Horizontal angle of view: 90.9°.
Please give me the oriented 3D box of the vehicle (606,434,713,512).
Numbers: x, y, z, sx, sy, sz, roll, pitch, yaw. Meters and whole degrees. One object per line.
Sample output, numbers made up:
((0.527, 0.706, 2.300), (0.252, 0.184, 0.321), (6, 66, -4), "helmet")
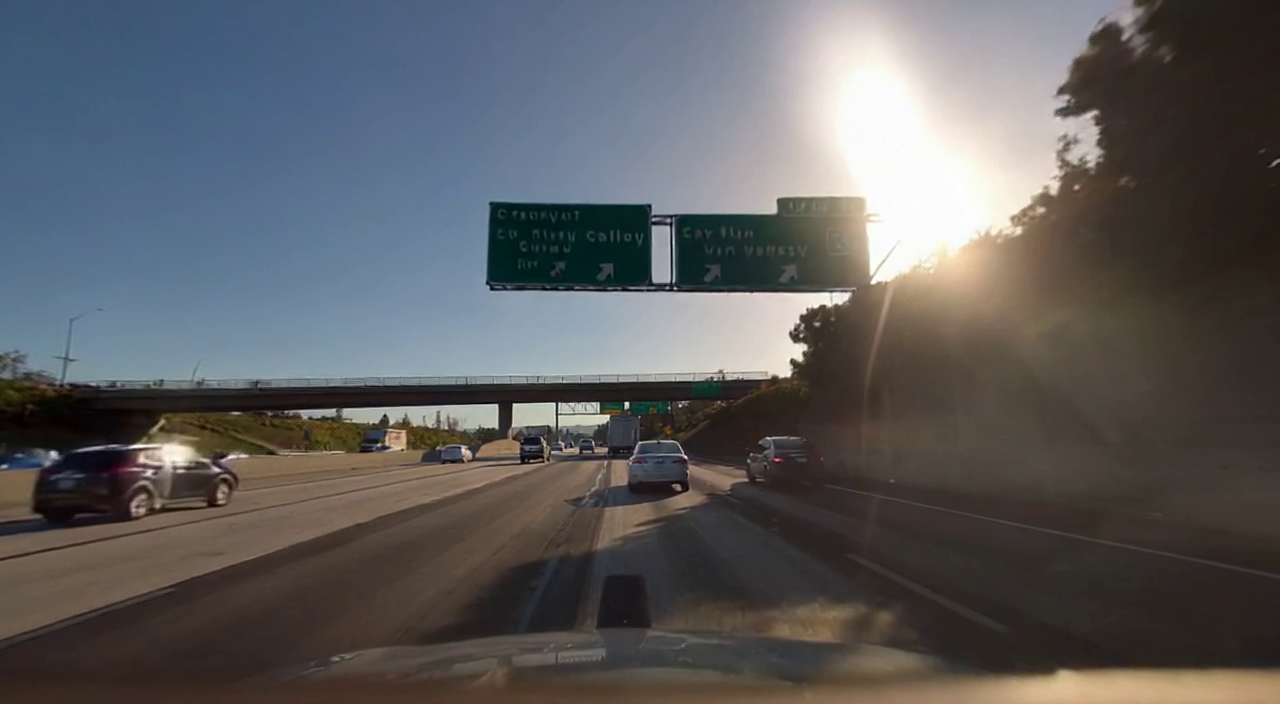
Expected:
((0.254, 2.632, 14.216), (2.042, 1.446, 4.269), (0, -8, -3), "vehicle")

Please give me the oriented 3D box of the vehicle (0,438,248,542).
((-9.950, 2.427, 11.877), (2.019, 1.510, 4.992), (0, -8, -1), "vehicle")

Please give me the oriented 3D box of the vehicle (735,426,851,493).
((4.331, 3.119, 18.640), (2.100, 1.707, 4.342), (0, -8, -3), "vehicle")

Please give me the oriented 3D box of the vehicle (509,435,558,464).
((-7.490, 6.918, 44.977), (2.486, 1.856, 6.310), (0, -8, -1), "vehicle")
